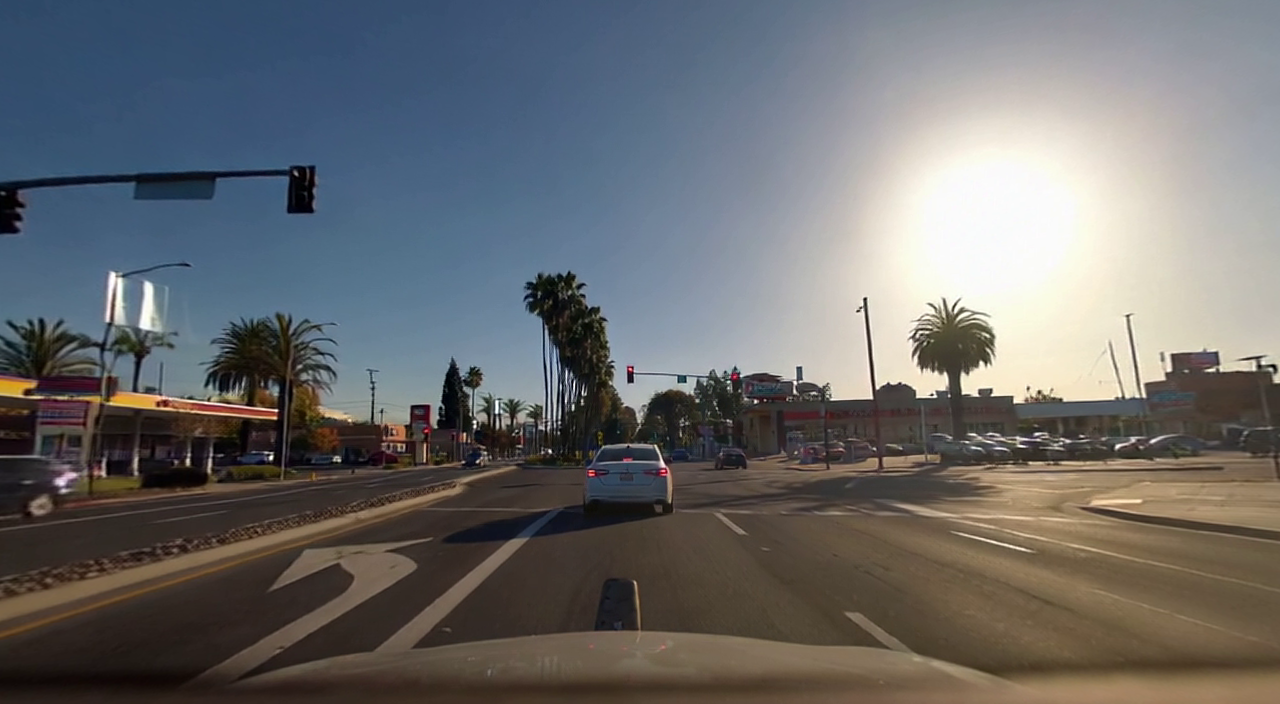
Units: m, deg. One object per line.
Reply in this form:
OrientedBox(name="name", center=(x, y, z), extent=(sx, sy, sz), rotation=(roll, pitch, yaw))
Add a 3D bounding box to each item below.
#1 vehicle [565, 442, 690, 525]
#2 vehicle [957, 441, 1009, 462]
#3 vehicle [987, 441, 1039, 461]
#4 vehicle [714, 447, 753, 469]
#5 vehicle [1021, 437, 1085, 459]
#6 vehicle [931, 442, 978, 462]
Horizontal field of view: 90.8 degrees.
OrientedBox(name="vehicle", center=(-0.216, 2.728, 13.807), extent=(2.270, 1.475, 4.571), rotation=(0, -8, 0))
OrientedBox(name="vehicle", center=(26.568, 7.722, 49.044), extent=(1.923, 1.501, 3.849), rotation=(-1, -8, 2))
OrientedBox(name="vehicle", center=(29.035, 7.708, 49.269), extent=(1.848, 1.467, 3.941), rotation=(-1, -8, 4))
OrientedBox(name="vehicle", center=(6.650, 7.612, 45.480), extent=(2.017, 1.491, 4.420), rotation=(0, -8, -2))
OrientedBox(name="vehicle", center=(32.028, 7.433, 49.146), extent=(1.903, 1.630, 4.320), rotation=(0, -8, -1))
OrientedBox(name="vehicle", center=(24.488, 7.787, 49.285), extent=(1.738, 1.462, 3.609), rotation=(0, -8, 0))
